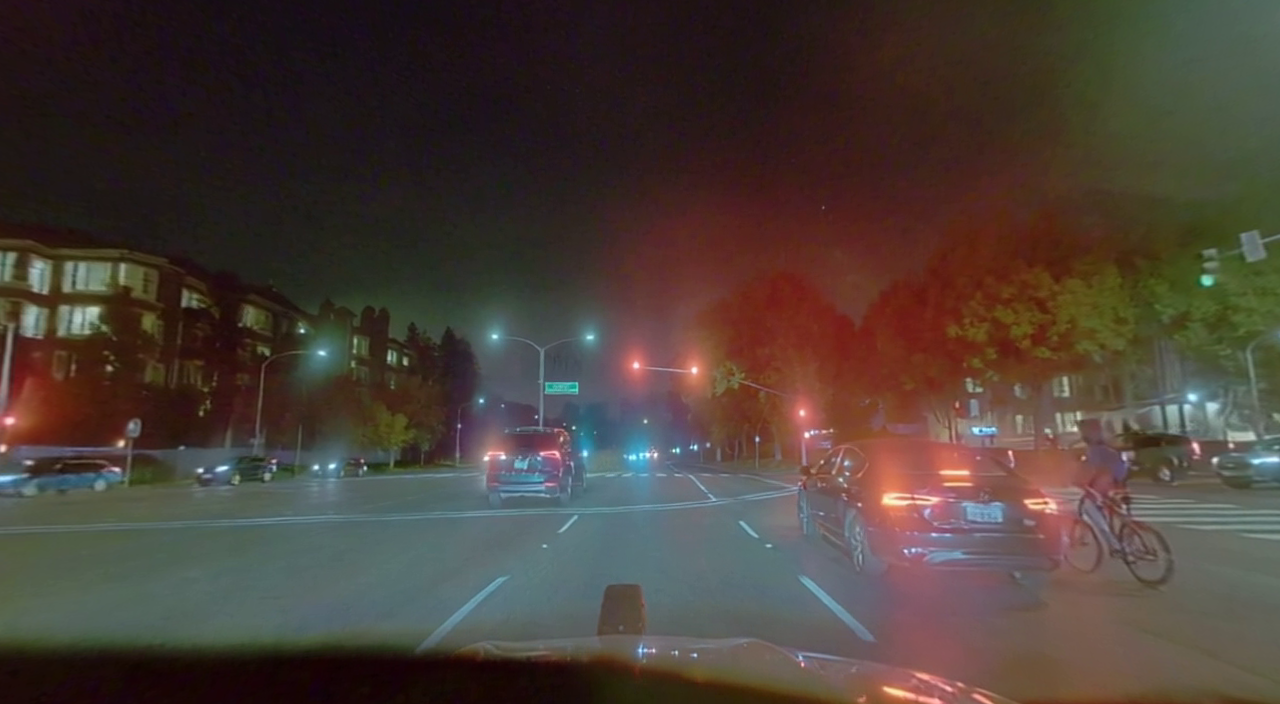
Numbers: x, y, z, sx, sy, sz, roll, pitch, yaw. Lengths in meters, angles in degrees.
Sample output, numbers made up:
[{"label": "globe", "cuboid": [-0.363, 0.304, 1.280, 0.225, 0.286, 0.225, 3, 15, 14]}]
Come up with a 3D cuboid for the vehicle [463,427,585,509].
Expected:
[{"label": "vehicle", "cuboid": [-2.960, 3.114, 17.394, 2.231, 1.898, 4.985, 0, -8, 2]}]

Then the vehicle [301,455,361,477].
[{"label": "vehicle", "cuboid": [-21.862, 8.105, 44.629, 1.779, 1.464, 4.660, 0, -10, 2]}]

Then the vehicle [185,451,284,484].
[{"label": "vehicle", "cuboid": [-27.180, 7.714, 42.363, 2.278, 2.000, 5.570, -2, -9, 10]}]

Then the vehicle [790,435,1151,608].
[{"label": "vehicle", "cuboid": [3.367, 1.784, 7.666, 1.990, 1.454, 4.490, 0, -8, 0]}]

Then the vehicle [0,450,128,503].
[{"label": "vehicle", "cuboid": [-21.987, 4.510, 23.213, 1.908, 1.642, 4.910, 0, -8, 0]}]
